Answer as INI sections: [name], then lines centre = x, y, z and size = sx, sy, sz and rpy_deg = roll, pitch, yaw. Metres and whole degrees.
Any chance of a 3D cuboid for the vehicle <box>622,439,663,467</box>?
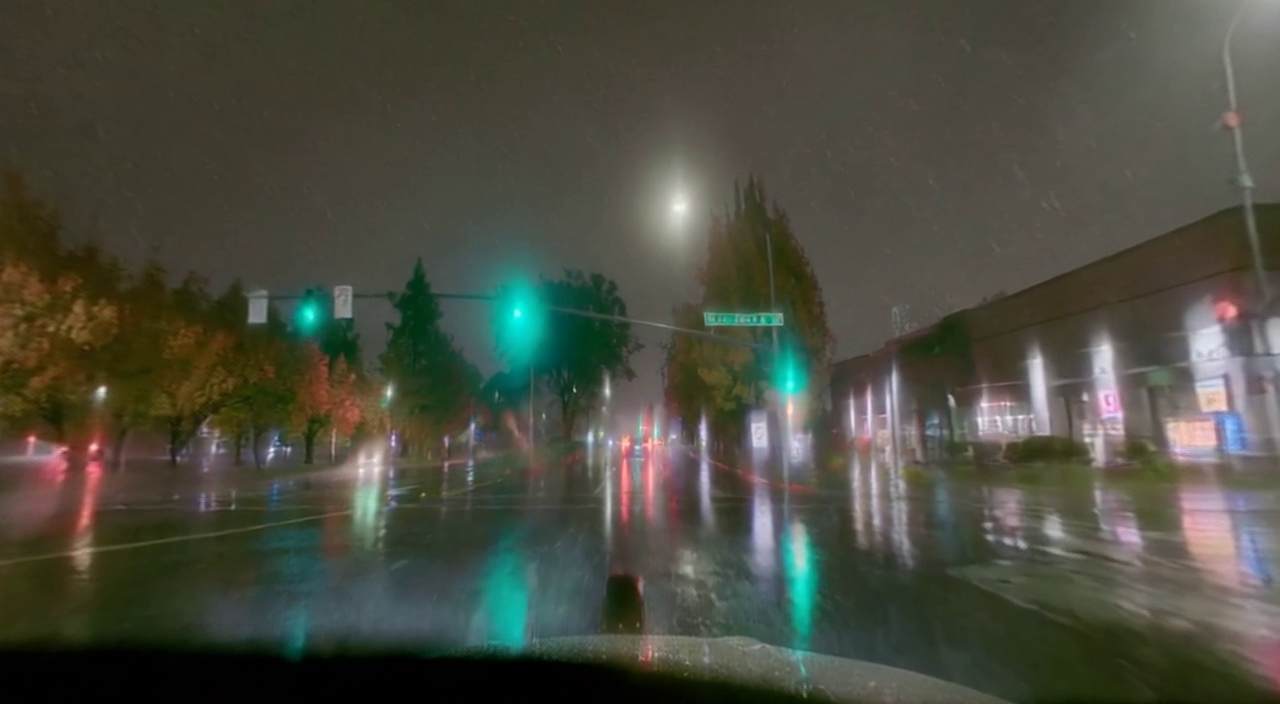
[vehicle]
centre = 0.142, 5.576, 35.212
size = 2.115, 1.461, 3.976
rpy_deg = 0, -8, 1
